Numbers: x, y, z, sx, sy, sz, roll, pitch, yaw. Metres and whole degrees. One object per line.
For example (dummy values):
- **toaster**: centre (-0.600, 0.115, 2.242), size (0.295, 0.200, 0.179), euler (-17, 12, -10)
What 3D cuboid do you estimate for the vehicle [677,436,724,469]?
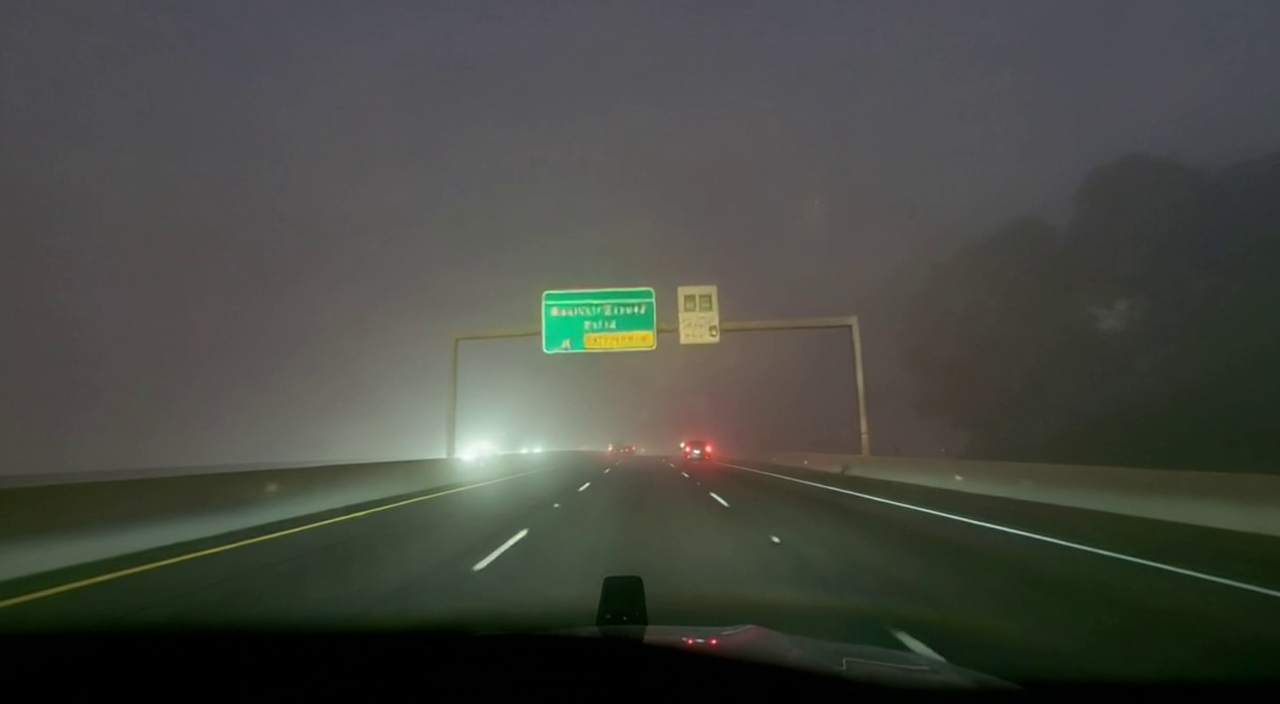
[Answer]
- **vehicle**: centre (3.329, 5.606, 35.175), size (2.202, 1.682, 4.188), euler (0, -8, 0)
